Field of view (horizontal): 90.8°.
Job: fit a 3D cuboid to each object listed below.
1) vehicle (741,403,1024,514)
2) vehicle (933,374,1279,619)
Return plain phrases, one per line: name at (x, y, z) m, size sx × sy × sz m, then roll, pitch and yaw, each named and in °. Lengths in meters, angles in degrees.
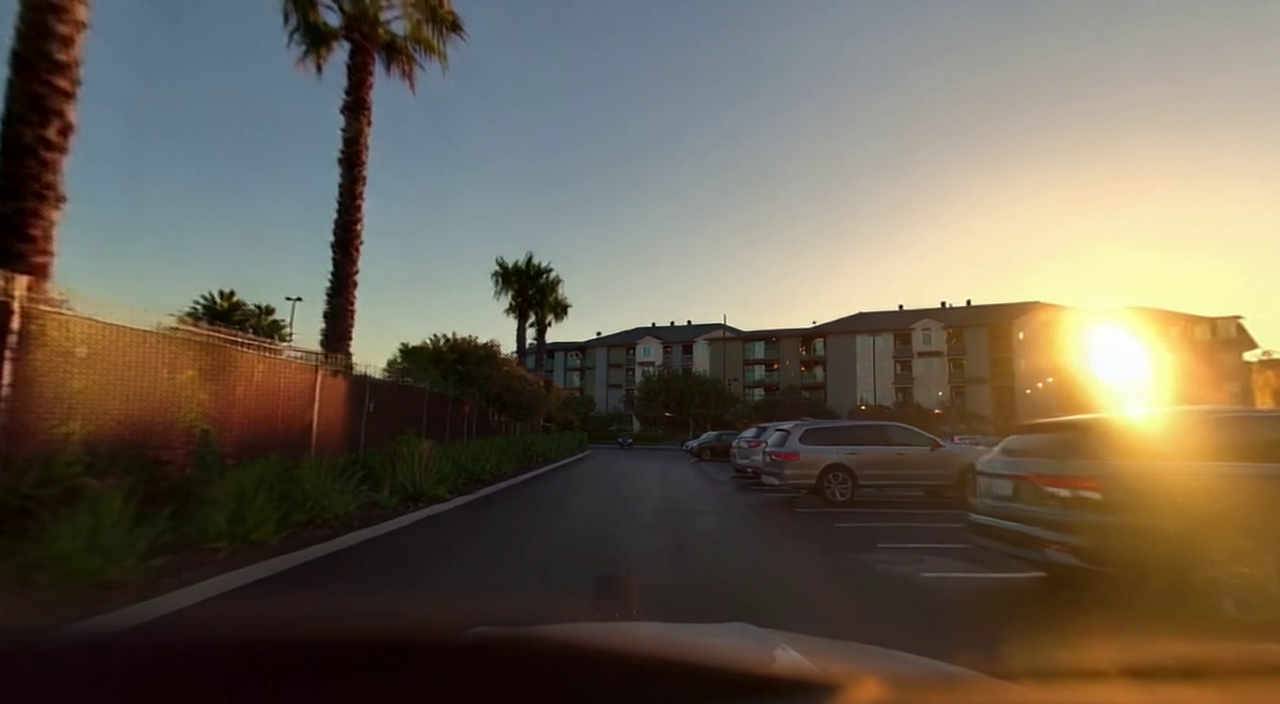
vehicle at (5.320, 2.372, 14.558) m, size 5.639 × 2.033 × 2.172 m, roll 2°, pitch -7°, yaw 4°
vehicle at (5.985, 1.240, 5.998) m, size 5.381 × 1.826 × 2.047 m, roll 0°, pitch -8°, yaw -3°
